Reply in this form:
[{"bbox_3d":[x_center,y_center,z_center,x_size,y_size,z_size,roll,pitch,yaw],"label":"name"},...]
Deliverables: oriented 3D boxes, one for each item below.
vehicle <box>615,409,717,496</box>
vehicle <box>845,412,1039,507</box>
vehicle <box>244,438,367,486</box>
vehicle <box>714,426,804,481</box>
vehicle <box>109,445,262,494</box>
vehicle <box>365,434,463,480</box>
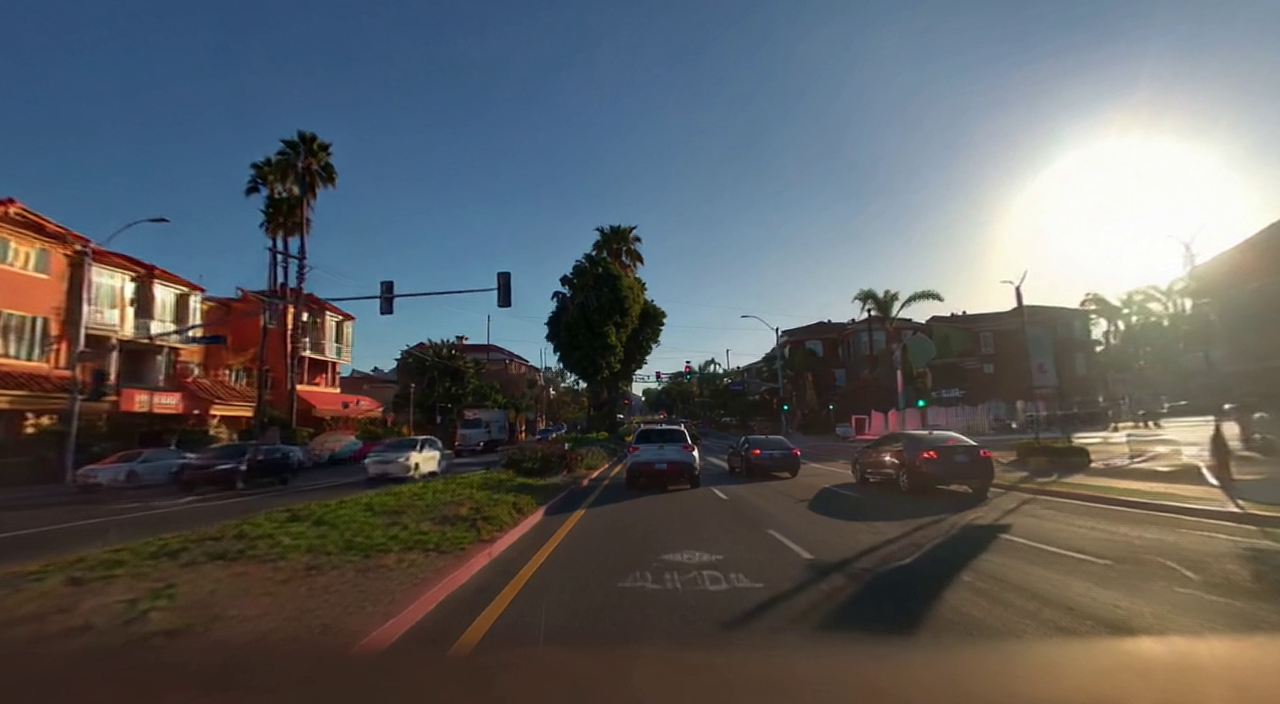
[{"bbox_3d":[0.677,2.850,18.220,2.487,2.115,5.444,0,-8,1],"label":"vehicle"},{"bbox_3d":[7.200,2.632,15.927,2.215,1.973,5.323,0,-8,0],"label":"vehicle"},{"bbox_3d":[-11.489,3.779,22.019,2.011,1.520,3.902,0,-8,2],"label":"vehicle"},{"bbox_3d":[4.057,3.575,22.462,2.283,1.738,4.916,0,-8,0],"label":"vehicle"},{"bbox_3d":[-15.192,3.906,21.450,1.858,1.465,4.368,0,-8,1],"label":"vehicle"},{"bbox_3d":[-8.194,3.843,23.314,1.937,1.530,4.107,0,-8,2],"label":"vehicle"}]
